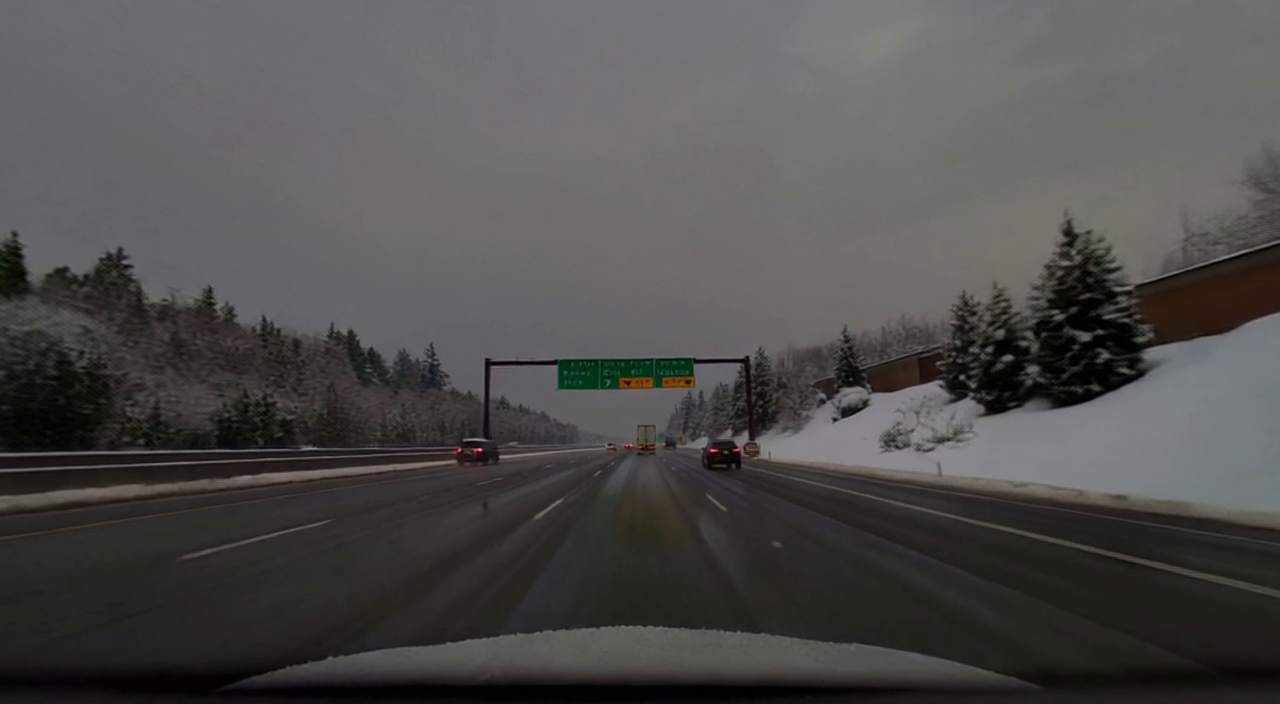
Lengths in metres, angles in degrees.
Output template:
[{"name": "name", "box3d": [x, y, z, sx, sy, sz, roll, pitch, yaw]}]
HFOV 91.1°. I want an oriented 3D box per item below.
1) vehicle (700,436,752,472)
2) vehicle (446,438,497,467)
[{"name": "vehicle", "box3d": [4.234, 5.098, 31.486, 2.046, 1.655, 4.143, 0, -8, 0]}, {"name": "vehicle", "box3d": [-10.805, 6.477, 40.615, 1.998, 1.712, 4.671, 0, -8, 1]}]
